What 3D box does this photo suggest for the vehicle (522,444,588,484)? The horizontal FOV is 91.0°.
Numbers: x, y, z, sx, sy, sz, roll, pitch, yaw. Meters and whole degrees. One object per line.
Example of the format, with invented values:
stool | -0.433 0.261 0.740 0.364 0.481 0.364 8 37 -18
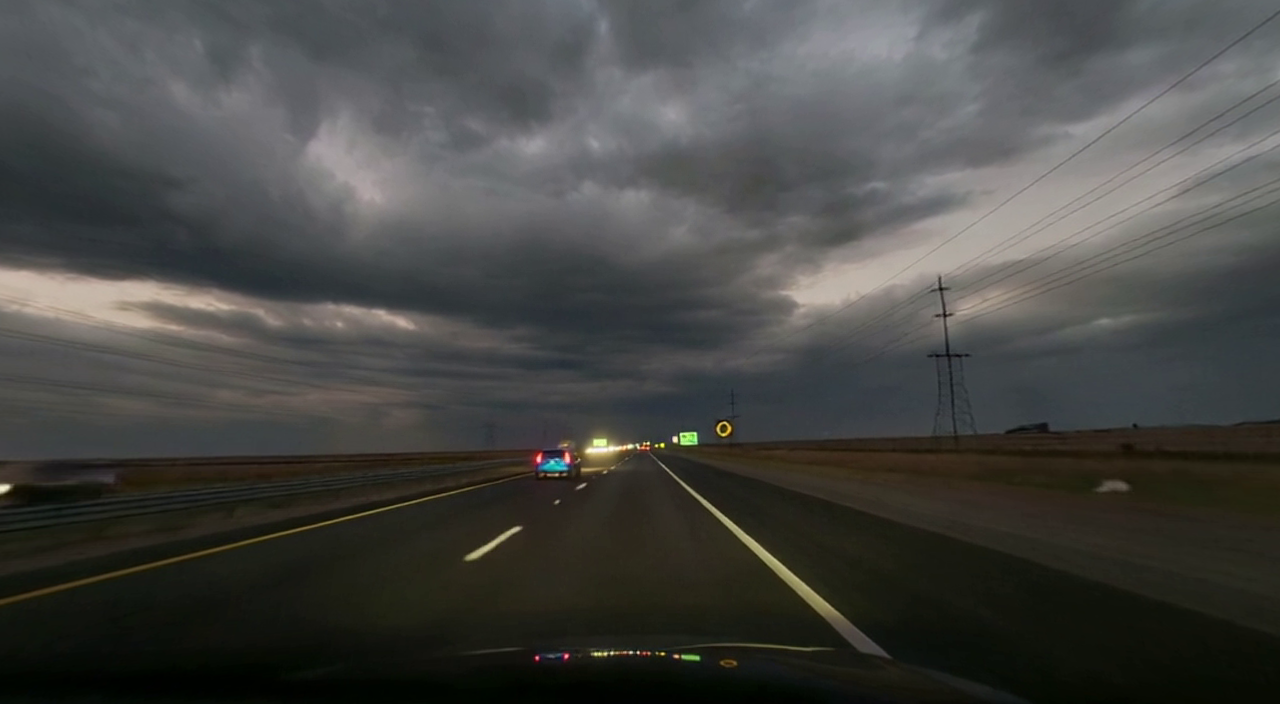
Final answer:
vehicle | -3.497 4.720 26.857 2.106 1.543 4.465 0 -9 1
